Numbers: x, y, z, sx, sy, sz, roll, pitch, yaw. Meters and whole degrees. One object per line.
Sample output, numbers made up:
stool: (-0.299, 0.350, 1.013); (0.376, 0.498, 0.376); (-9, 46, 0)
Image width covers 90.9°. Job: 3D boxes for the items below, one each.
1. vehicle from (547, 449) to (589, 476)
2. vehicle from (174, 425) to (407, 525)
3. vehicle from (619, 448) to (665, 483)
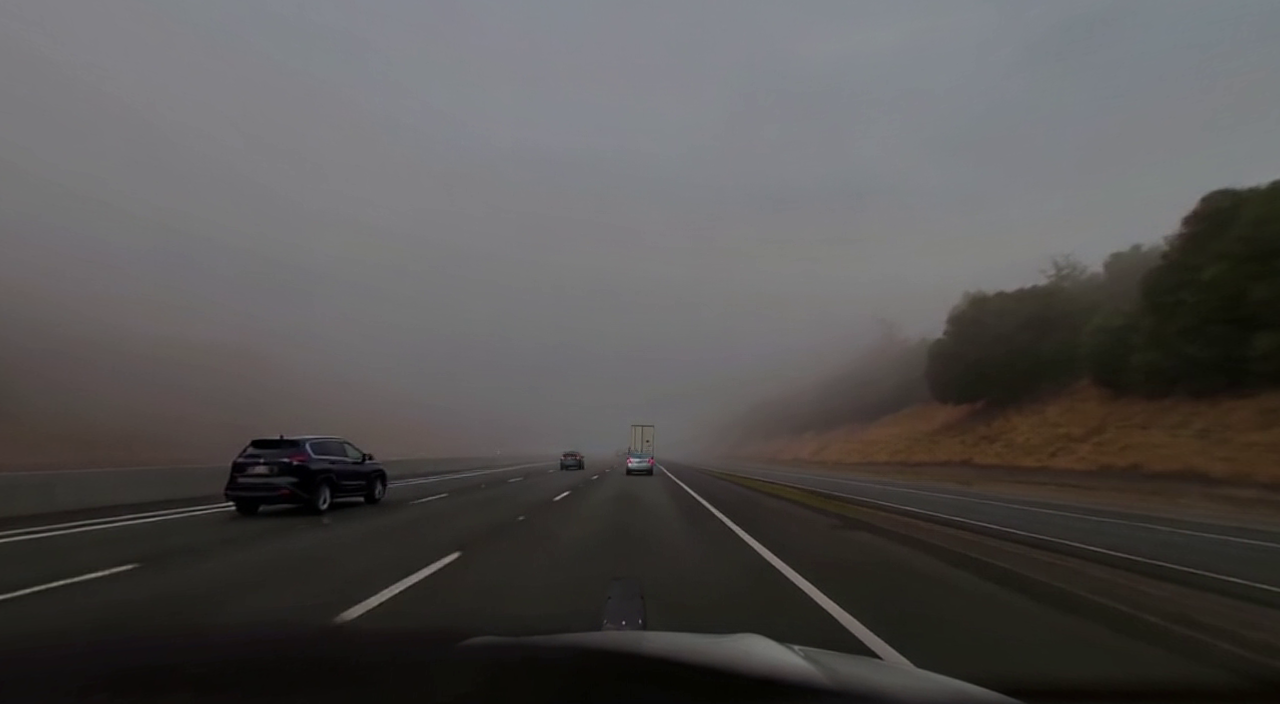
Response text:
vehicle: (-4.253, 6.601, 37.922); (2.018, 1.504, 4.431); (0, -9, 0)
vehicle: (-7.647, 2.762, 14.696); (2.316, 1.875, 5.337); (0, -9, 0)
vehicle: (0.073, 5.200, 29.093); (1.991, 1.507, 3.391); (0, -9, -1)
